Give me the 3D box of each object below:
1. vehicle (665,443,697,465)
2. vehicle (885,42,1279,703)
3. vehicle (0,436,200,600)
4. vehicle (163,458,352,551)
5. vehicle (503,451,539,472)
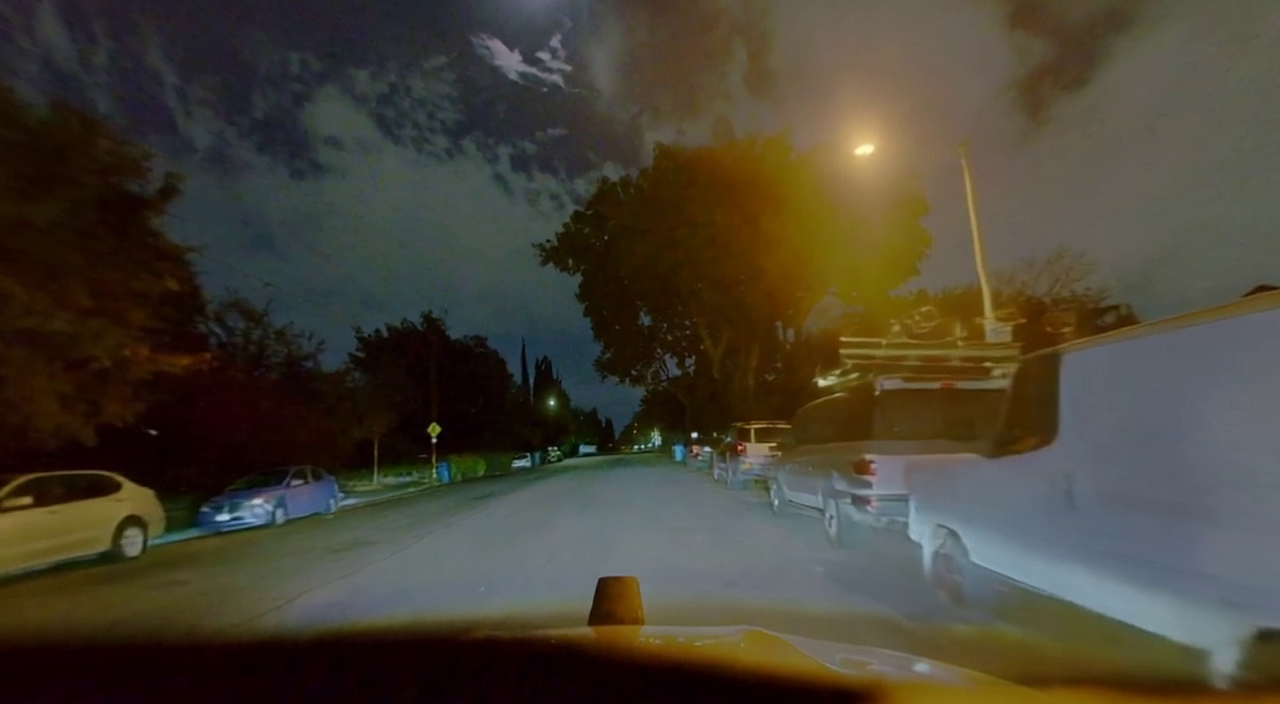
[{"bbox_3d":[2.964,7.455,46.493,1.927,1.529,4.144,0,-9,-3],"label":"vehicle"},{"bbox_3d":[3.067,0.406,2.840,2.233,2.453,3.787,0,-9,-2],"label":"vehicle"},{"bbox_3d":[-8.477,2.155,8.324,2.163,1.841,4.679,-6,-7,-2],"label":"vehicle"},{"bbox_3d":[-8.456,3.329,14.448,1.839,1.384,4.124,-7,-7,-2],"label":"vehicle"},{"bbox_3d":[-8.730,8.051,46.559,1.937,1.427,4.510,0,-9,-2],"label":"vehicle"}]
